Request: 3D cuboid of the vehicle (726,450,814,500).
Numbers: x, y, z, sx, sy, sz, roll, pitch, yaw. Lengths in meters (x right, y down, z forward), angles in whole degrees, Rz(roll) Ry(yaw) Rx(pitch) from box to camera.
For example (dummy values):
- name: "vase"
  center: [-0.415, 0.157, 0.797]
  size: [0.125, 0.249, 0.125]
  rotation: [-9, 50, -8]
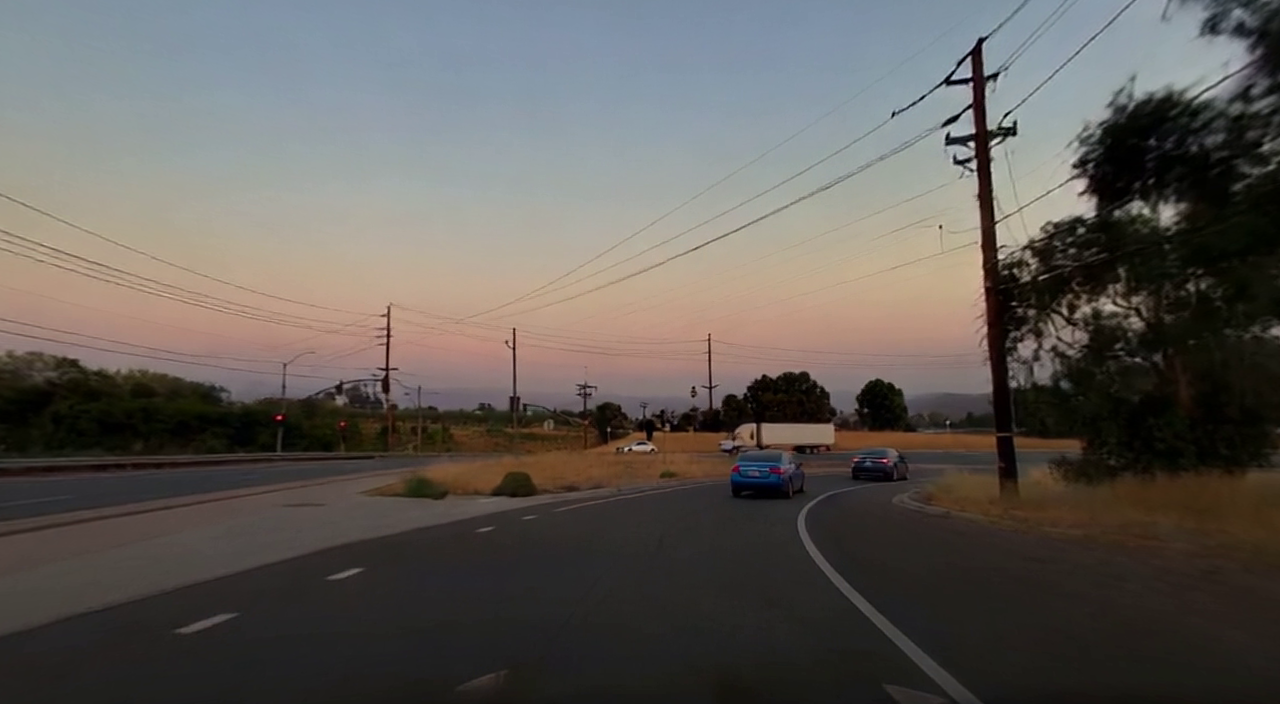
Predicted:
- name: "vehicle"
  center: [4.342, 3.925, 20.556]
  size: [2.026, 1.407, 4.374]
  rotation: [-4, -9, 21]

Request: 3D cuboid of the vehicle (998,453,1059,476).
- name: "vehicle"
  center: [28.785, 8.312, 46.683]
  size: [4.102, 1.552, 1.931]
  rotation: [4, -10, -29]

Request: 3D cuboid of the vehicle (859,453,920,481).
- name: "vehicle"
  center: [14.313, 6.520, 36.072]
  size: [1.836, 1.465, 4.307]
  rotation: [-8, -12, 41]
